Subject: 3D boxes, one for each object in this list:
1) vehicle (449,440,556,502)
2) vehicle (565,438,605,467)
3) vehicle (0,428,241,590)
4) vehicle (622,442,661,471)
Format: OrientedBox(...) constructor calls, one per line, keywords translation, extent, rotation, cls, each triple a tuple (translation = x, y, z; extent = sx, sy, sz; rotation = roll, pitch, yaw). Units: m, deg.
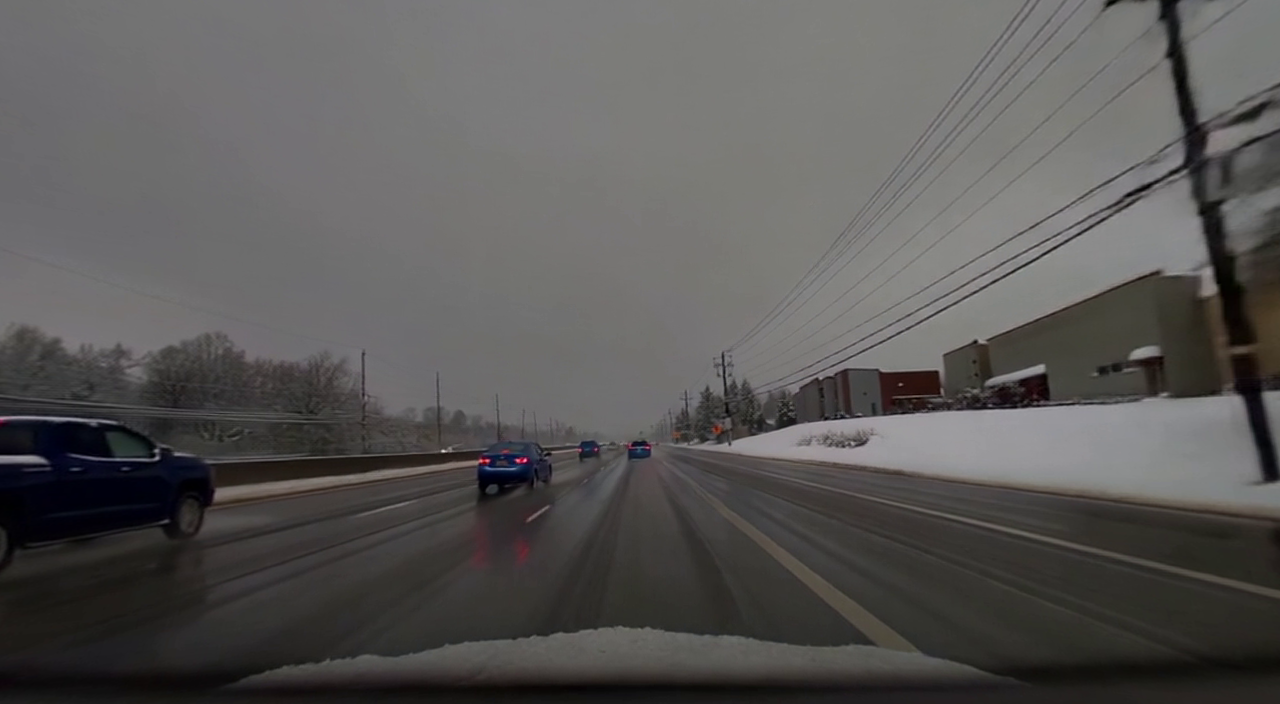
OrientedBox(translation=(-3.557, 3.150, 17.176), extent=(1.938, 1.444, 4.206), rotation=(0, -8, 0), cls="vehicle")
OrientedBox(translation=(-3.558, 6.627, 41.901), extent=(2.244, 1.752, 4.439), rotation=(0, -8, 0), cls="vehicle")
OrientedBox(translation=(-6.961, 1.637, 7.002), extent=(1.959, 1.496, 4.740), rotation=(0, -8, 0), cls="vehicle")
OrientedBox(translation=(0.078, 5.764, 35.155), extent=(2.030, 1.471, 4.115), rotation=(0, -8, 0), cls="vehicle")
